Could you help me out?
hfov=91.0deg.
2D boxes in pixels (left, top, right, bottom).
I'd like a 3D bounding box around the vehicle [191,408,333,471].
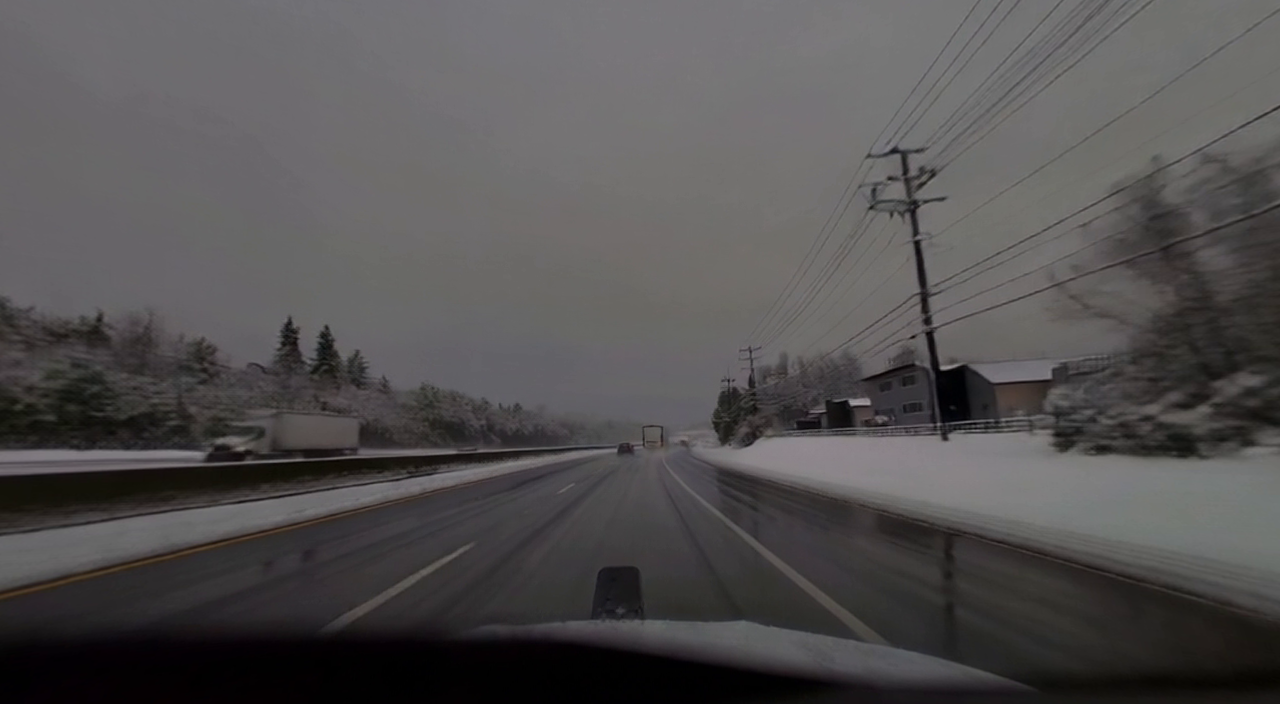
[{"bbox_3d":[-25.779,6.176,43.934,3.010,3.832,10.575,0,-9,2],"label":"vehicle"}]
